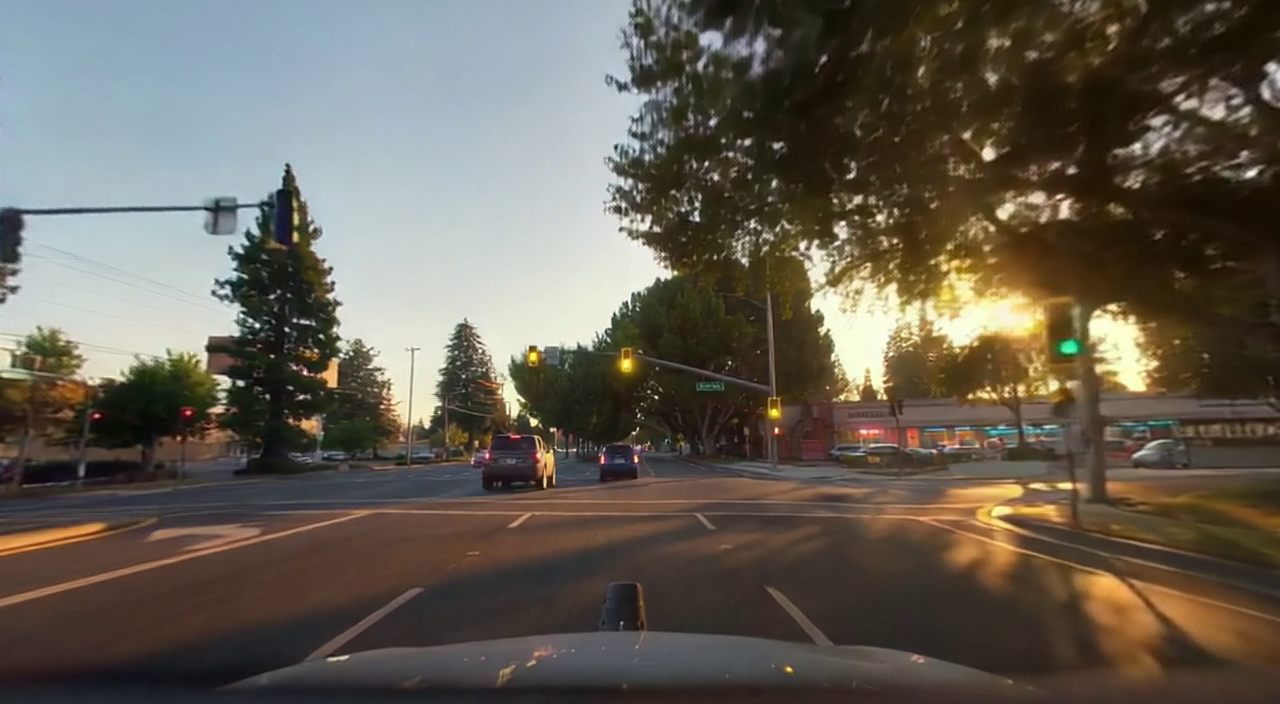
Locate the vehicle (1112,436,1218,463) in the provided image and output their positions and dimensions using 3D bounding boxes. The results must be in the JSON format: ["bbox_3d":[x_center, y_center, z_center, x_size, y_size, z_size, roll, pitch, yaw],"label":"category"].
[{"bbox_3d":[31.556,5.860,38.072,4.527,1.513,2.067,-1,-8,-1],"label":"vehicle"}]

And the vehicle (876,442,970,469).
[{"bbox_3d":[18.789,6.880,42.135,5.209,1.743,2.081,0,-9,-1],"label":"vehicle"}]

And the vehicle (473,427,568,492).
[{"bbox_3d":[-4.013,3.749,22.387,2.252,1.999,5.605,0,-8,0],"label":"vehicle"}]

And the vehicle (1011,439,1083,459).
[{"bbox_3d":[31.428,7.492,48.837,4.347,1.457,1.785,0,-8,-1],"label":"vehicle"}]

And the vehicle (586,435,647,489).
[{"bbox_3d":[-0.814,4.058,23.664,2.061,1.809,4.141,0,-8,0],"label":"vehicle"}]
